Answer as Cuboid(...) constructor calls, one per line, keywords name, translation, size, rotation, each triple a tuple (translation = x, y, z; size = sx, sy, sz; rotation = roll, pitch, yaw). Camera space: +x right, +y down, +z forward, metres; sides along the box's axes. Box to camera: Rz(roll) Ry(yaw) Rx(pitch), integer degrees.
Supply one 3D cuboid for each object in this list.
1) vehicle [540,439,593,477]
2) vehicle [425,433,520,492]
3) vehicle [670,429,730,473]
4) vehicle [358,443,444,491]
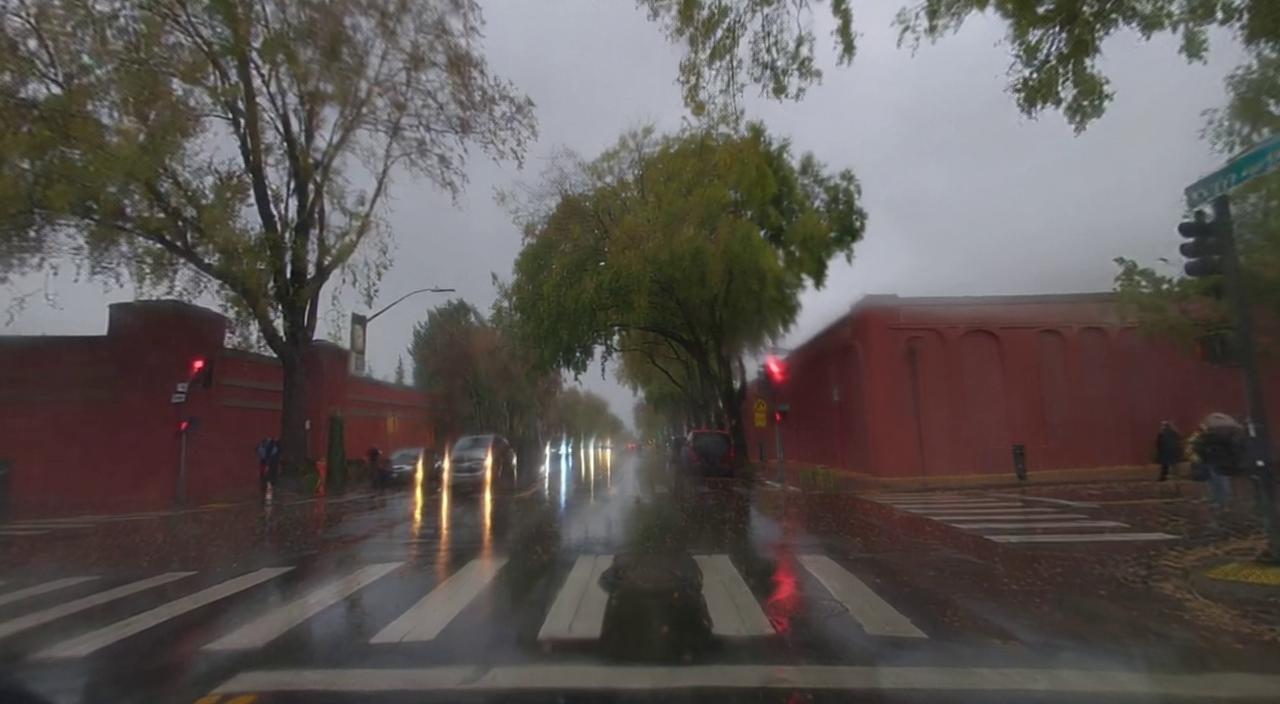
Cuboid(name="vehicle", translation=(-3.258, 4.786, 28.694), size=(2.033, 1.596, 4.142), rotation=(0, -8, -2))
Cuboid(name="vehicle", translation=(-5.866, 3.920, 22.846), size=(2.242, 1.887, 4.924), rotation=(0, -8, -2))
Cuboid(name="vehicle", translation=(3.101, 5.305, 34.008), size=(2.557, 2.188, 5.164), rotation=(0, -8, -2))
Cuboid(name="vehicle", translation=(-9.917, 4.751, 26.580), size=(2.216, 1.804, 4.526), rotation=(1, -8, -6))
